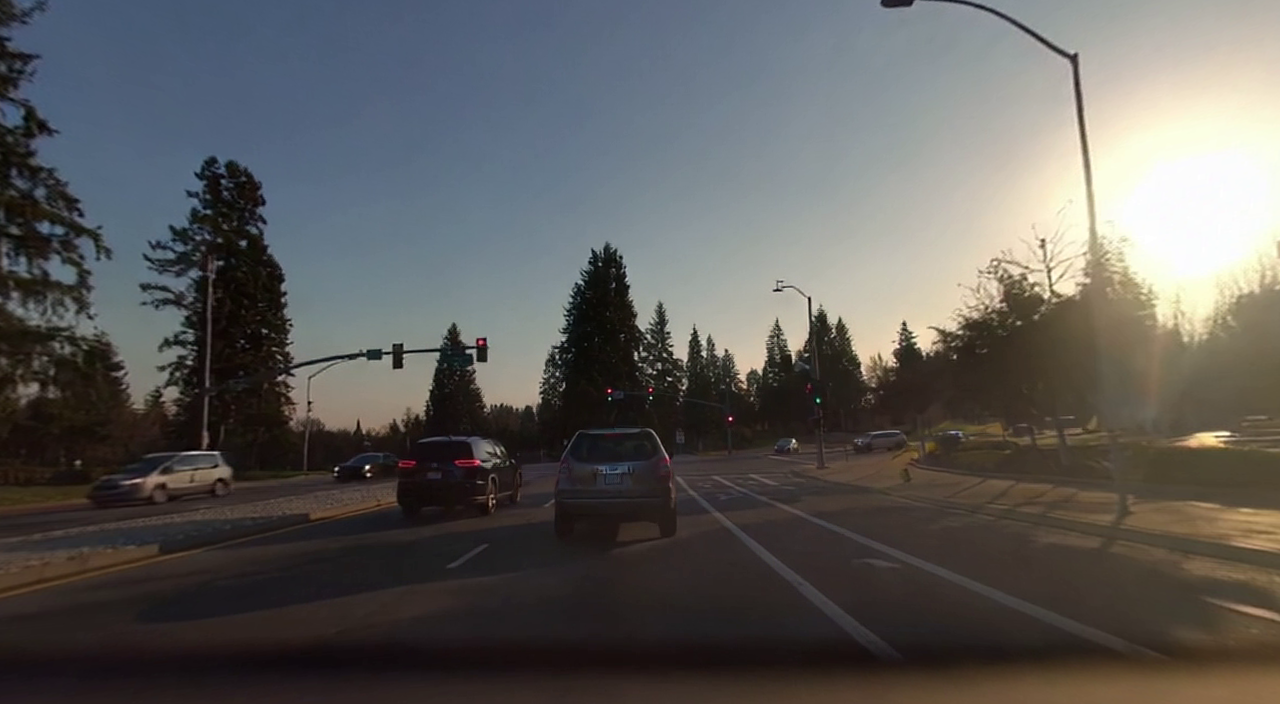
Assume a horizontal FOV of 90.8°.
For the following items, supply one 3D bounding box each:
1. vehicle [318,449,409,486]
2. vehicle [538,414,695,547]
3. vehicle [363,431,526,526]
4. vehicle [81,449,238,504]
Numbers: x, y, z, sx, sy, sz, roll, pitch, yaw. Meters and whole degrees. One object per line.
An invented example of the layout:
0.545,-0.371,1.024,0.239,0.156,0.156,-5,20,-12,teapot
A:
-12.234,5.098,28.313,1.935,1.488,4.611,0,-9,1,vehicle
-0.308,2.124,11.166,2.131,1.793,5.016,0,-9,0,vehicle
-3.905,2.597,13.556,2.009,1.673,4.454,0,-9,1,vehicle
-16.182,4.207,21.641,2.003,1.653,4.388,0,-10,-2,vehicle
